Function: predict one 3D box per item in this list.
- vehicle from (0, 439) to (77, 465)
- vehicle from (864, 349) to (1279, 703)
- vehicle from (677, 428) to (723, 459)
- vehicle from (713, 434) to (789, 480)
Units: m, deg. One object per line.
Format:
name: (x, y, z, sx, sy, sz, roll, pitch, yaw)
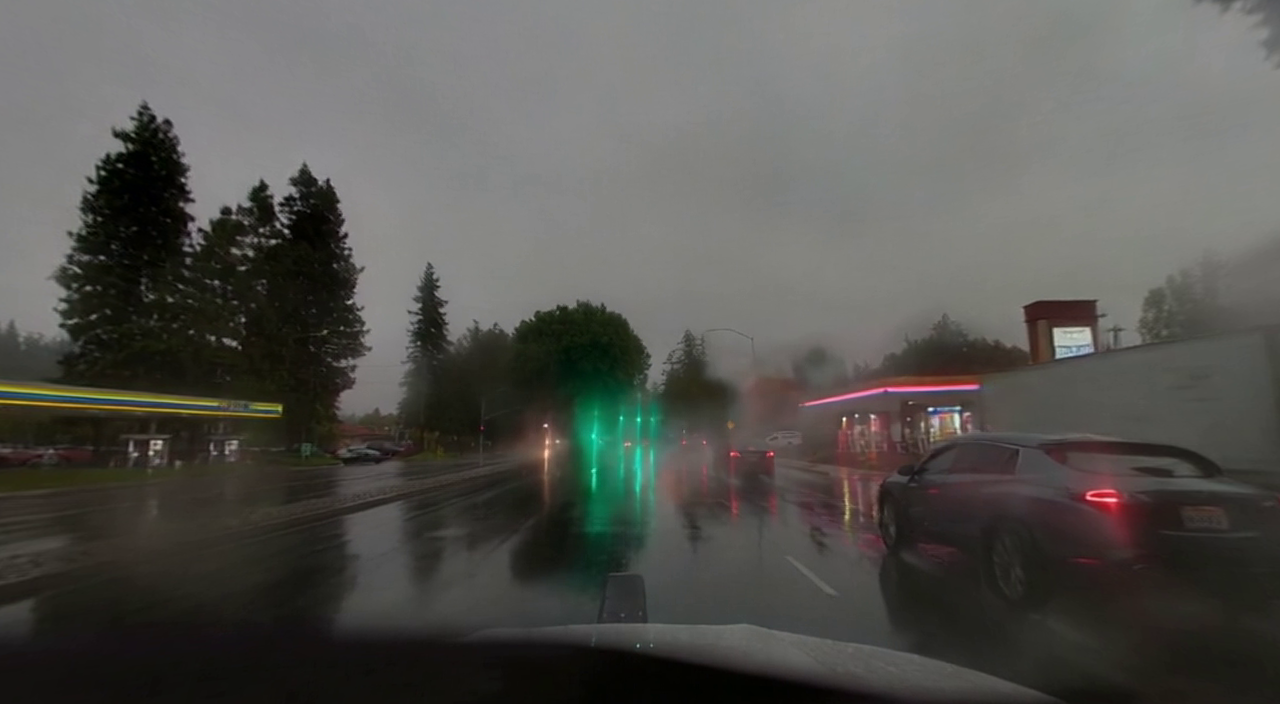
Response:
vehicle: (-37.160, 6.140, 38.900, 2.003, 1.531, 4.062, 3, -9, -19)
vehicle: (3.614, 1.163, 4.935, 1.875, 1.665, 4.931, 0, -8, 0)
vehicle: (3.952, 6.222, 42.826, 2.611, 1.983, 5.165, 0, -8, 0)
vehicle: (3.730, 3.602, 21.895, 1.871, 1.442, 4.122, 0, -8, 0)
